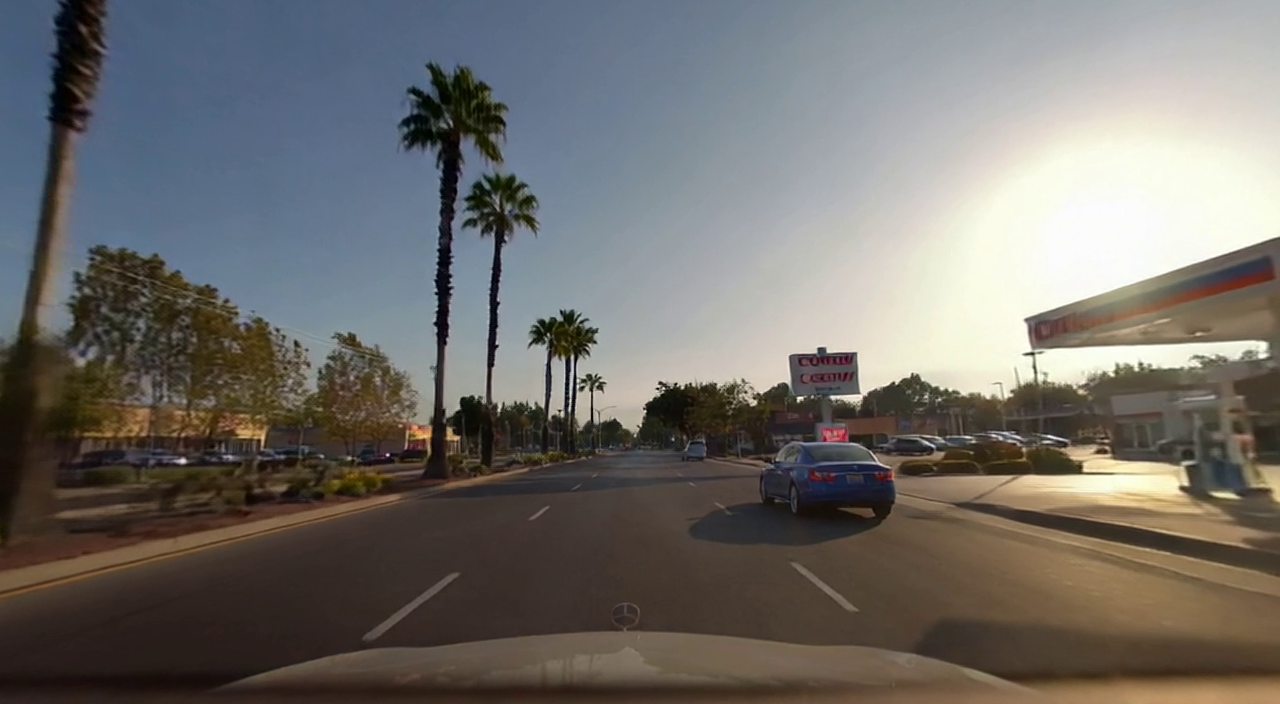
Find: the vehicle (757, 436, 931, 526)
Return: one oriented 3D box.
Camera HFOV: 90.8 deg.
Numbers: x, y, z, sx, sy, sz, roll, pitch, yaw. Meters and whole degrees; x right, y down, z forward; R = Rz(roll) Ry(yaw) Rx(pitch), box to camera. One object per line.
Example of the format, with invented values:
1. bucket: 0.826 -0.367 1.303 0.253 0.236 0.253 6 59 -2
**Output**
1. vehicle: 3.720 2.414 12.460 1.978 1.442 4.262 0 -8 0
